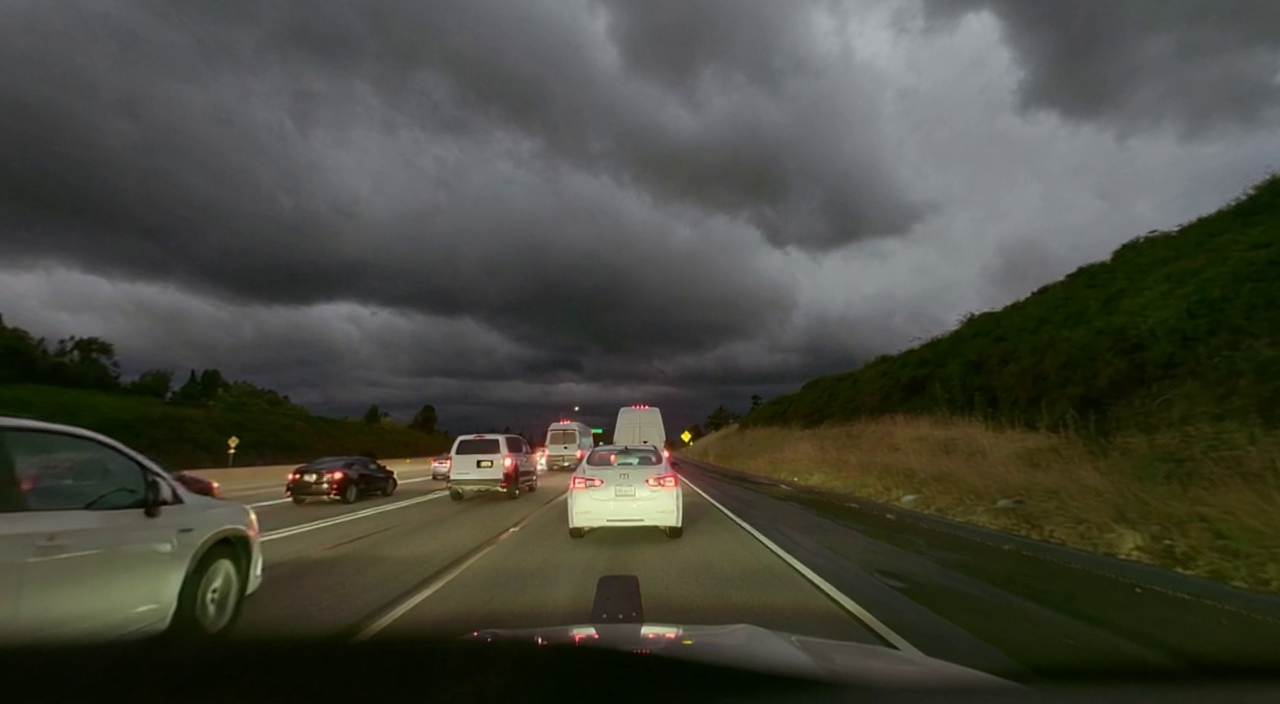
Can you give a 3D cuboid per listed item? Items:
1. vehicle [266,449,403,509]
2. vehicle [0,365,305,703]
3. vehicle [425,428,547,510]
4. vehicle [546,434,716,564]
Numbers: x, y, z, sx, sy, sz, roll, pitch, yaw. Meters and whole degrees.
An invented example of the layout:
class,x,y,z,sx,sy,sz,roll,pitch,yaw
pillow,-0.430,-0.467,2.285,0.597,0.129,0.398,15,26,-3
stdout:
class,x,y,z,sx,sy,sz,roll,pitch,yaw
vehicle,-8.394,3.487,17.772,1.826,1.465,3.916,-1,-9,1
vehicle,-3.615,0.903,2.601,2.029,1.656,4.437,0,-9,0
vehicle,-3.997,3.134,17.300,2.055,1.913,4.584,-1,-9,2
vehicle,-0.135,2.007,9.202,1.995,1.495,3.380,0,-9,-1
